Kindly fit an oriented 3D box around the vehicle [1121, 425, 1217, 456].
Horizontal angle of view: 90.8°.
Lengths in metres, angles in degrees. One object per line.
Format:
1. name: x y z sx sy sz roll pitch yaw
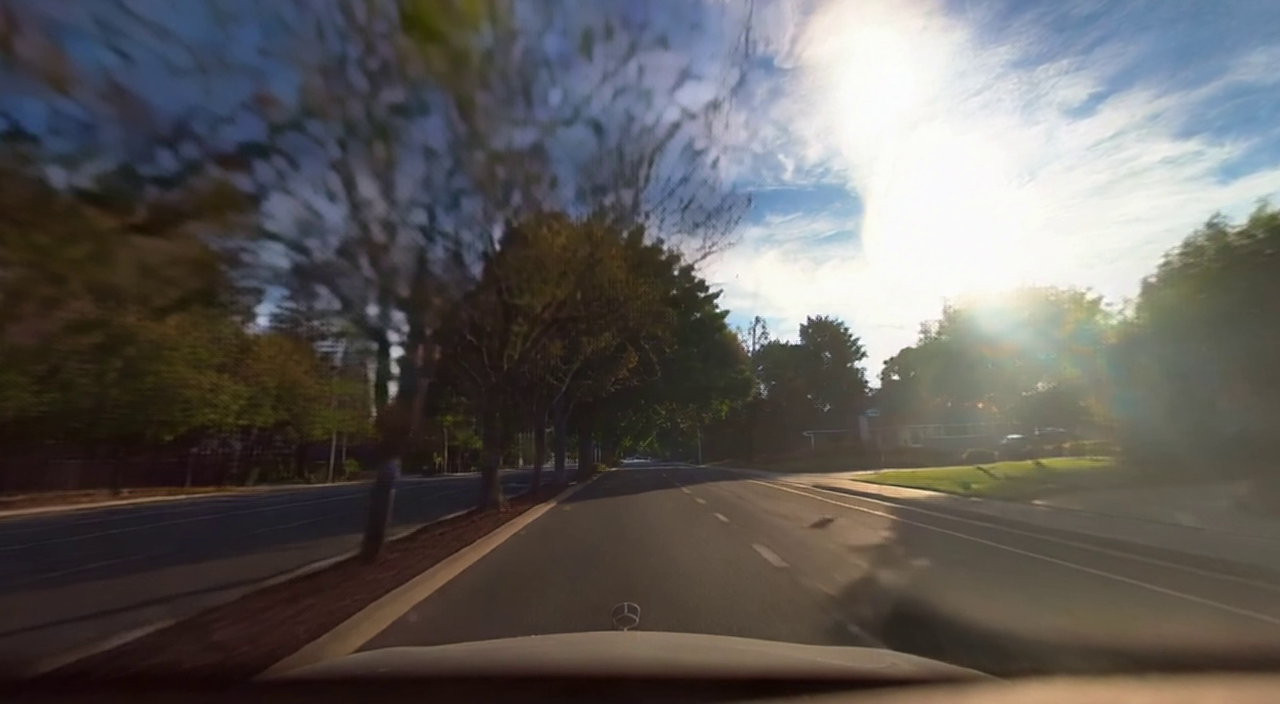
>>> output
1. vehicle: 32.322 5.500 38.817 2.031 1.648 4.246 0 -11 -3
